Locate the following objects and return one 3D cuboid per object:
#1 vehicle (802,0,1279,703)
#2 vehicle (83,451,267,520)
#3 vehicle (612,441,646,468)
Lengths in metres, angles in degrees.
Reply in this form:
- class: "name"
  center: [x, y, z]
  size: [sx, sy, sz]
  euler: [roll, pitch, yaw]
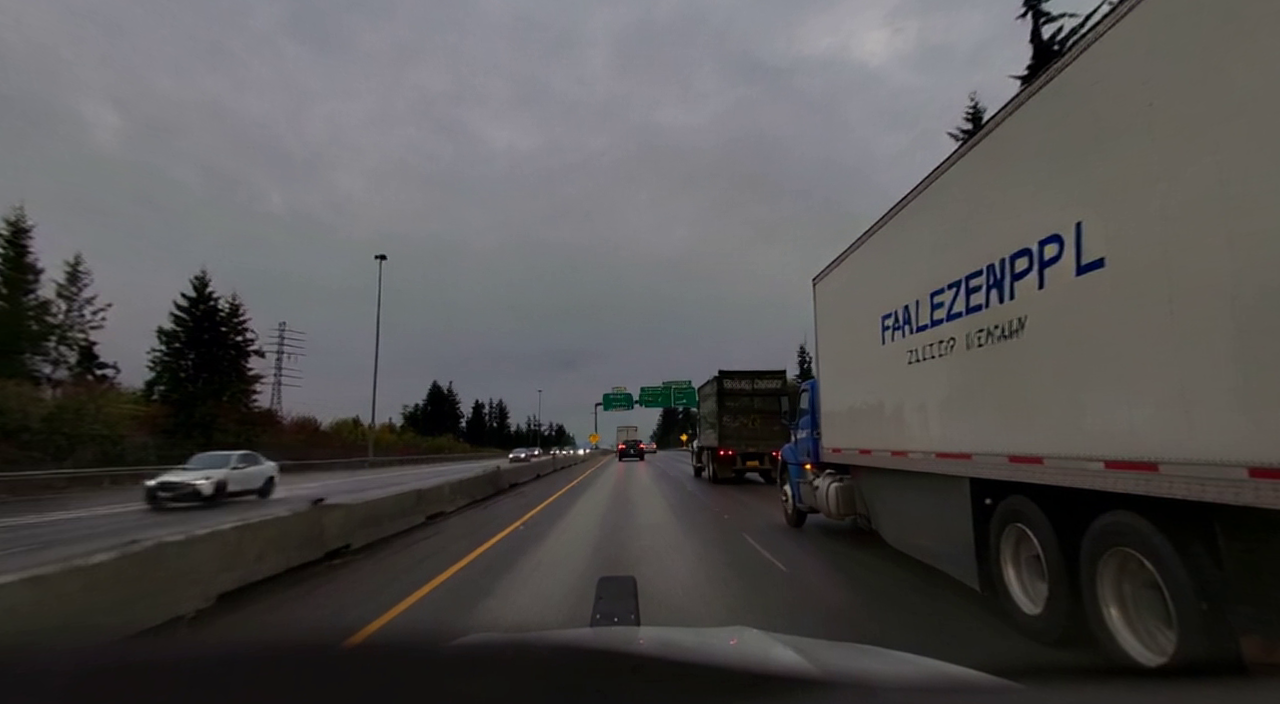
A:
- class: "vehicle"
  center: [4.236, 0.104, 5.783]
  size: [2.853, 4.086, 9.078]
  euler: [0, -8, -1]
- class: "vehicle"
  center: [-12.183, 3.479, 16.895]
  size: [1.995, 1.524, 3.877]
  euler: [-1, -8, -1]
- class: "vehicle"
  center: [-0.654, 6.009, 37.245]
  size: [1.943, 1.491, 3.459]
  euler: [0, -8, -1]
